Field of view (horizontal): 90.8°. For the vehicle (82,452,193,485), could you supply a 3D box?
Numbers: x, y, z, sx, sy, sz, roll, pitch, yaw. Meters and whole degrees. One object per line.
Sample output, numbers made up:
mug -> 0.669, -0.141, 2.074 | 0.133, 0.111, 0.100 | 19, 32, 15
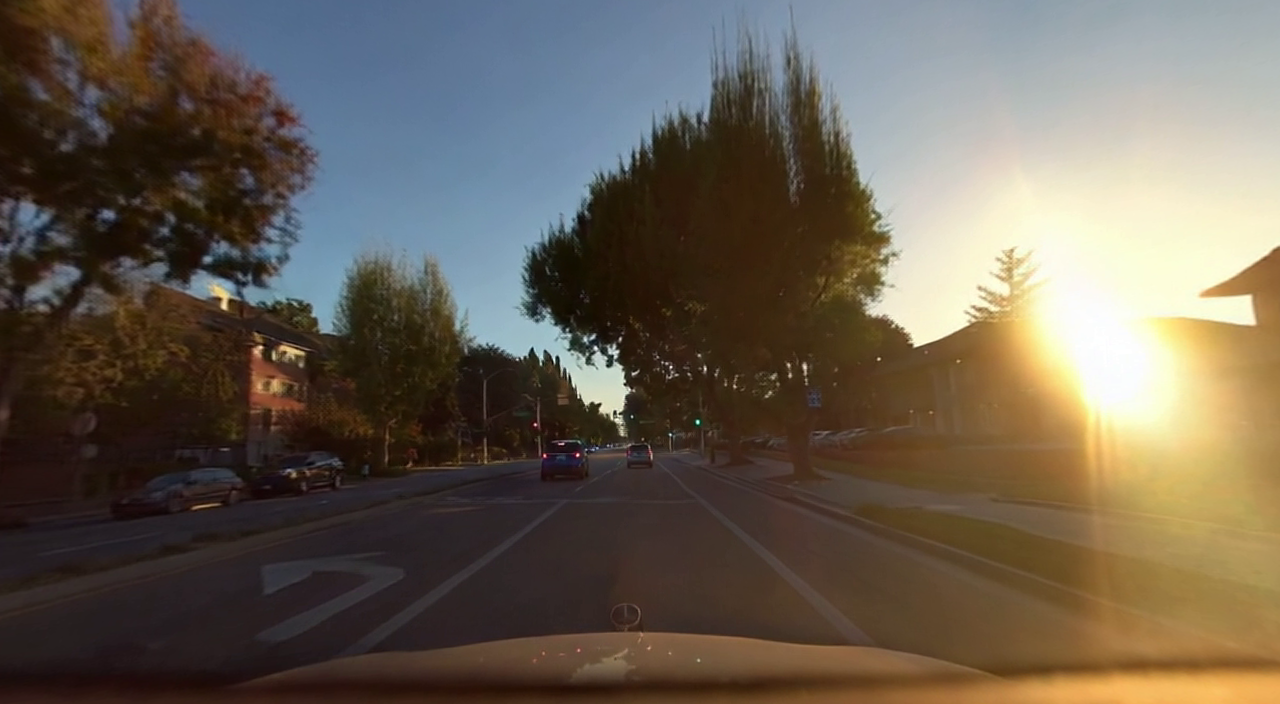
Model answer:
vehicle -> -27.854, 6.465, 35.168 | 4.252, 1.708, 2.225 | 0, -8, 1

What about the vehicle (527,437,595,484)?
vehicle -> -3.133, 4.404, 25.937 | 2.097, 1.755, 4.336 | 0, -8, 2

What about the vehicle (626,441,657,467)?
vehicle -> 0.052, 7.187, 44.847 | 2.088, 1.735, 4.801 | 0, -8, -1

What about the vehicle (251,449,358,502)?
vehicle -> -14.097, 5.153, 26.910 | 1.996, 1.886, 4.692 | -3, -8, 0

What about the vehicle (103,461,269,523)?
vehicle -> -14.278, 4.390, 20.306 | 1.880, 1.476, 4.715 | -4, -8, 0
